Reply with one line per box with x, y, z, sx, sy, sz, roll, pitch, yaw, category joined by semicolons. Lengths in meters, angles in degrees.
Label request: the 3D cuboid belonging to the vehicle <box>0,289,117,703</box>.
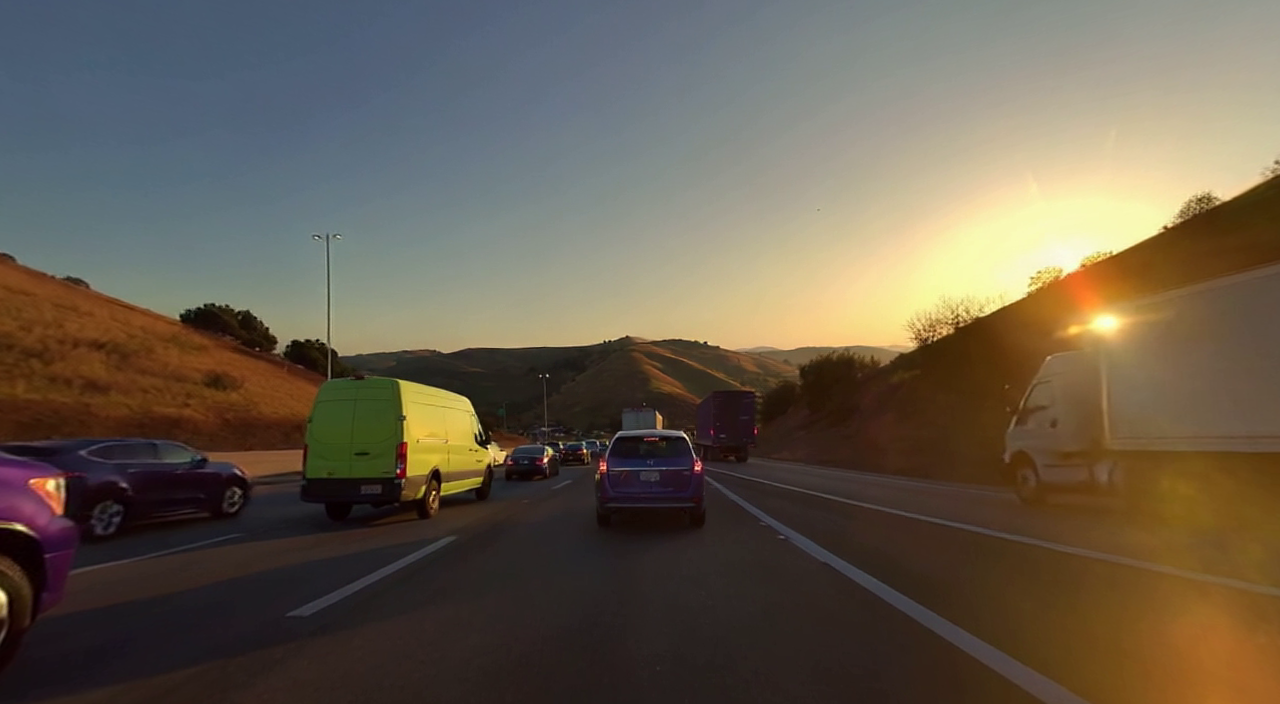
-4.295;0.430;1.015;2.195;2.086;5.445;0;-8;0;vehicle

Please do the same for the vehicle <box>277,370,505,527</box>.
-4.655;1.980;13.158;2.300;2.522;5.701;0;-8;1;vehicle

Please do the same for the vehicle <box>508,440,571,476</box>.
-4.416;4.746;28.417;2.007;1.457;4.447;0;-8;1;vehicle

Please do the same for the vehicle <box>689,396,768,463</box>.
6.318;6.202;48.766;2.989;4.277;16.586;0;-8;-3;vehicle

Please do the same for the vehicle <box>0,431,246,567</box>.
-7.889;1.845;8.533;1.968;1.459;4.737;-1;-8;2;vehicle

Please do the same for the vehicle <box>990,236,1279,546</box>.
9.890;0.344;7.131;2.977;3.878;11.111;2;-9;-18;vehicle

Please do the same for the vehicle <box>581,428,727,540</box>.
0.150;2.111;10.695;2.003;1.499;3.930;0;-8;-1;vehicle
